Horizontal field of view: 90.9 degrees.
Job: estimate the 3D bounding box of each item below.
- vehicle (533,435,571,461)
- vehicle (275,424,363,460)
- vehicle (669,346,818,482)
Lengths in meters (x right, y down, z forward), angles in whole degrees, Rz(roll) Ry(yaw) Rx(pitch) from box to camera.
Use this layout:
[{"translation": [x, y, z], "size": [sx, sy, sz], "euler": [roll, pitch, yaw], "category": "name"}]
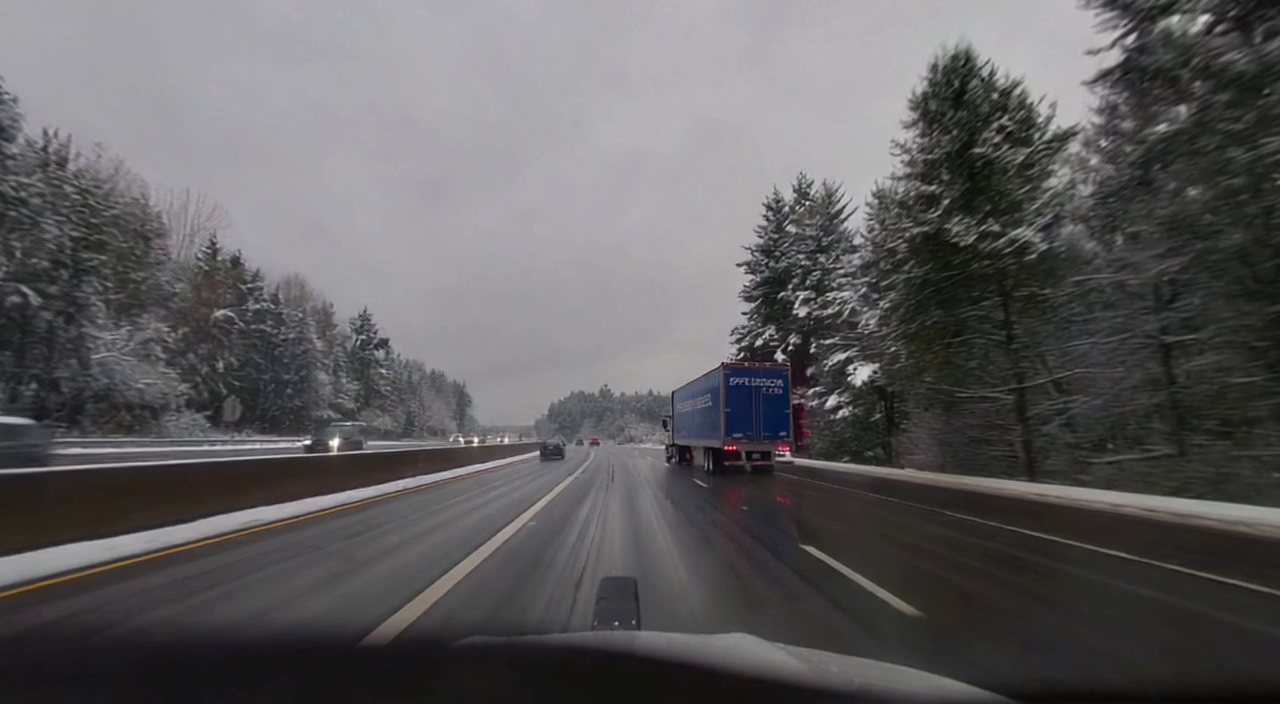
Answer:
[{"translation": [-5.516, 6.049, 39.900], "size": [2.030, 1.547, 3.862], "euler": [0, -8, -3], "category": "vehicle"}, {"translation": [-15.723, 4.436, 31.170], "size": [2.130, 1.667, 4.524], "euler": [0, -8, -2], "category": "vehicle"}, {"translation": [3.438, 2.799, 26.040], "size": [2.910, 4.051, 14.278], "euler": [0, -8, -3], "category": "vehicle"}]
